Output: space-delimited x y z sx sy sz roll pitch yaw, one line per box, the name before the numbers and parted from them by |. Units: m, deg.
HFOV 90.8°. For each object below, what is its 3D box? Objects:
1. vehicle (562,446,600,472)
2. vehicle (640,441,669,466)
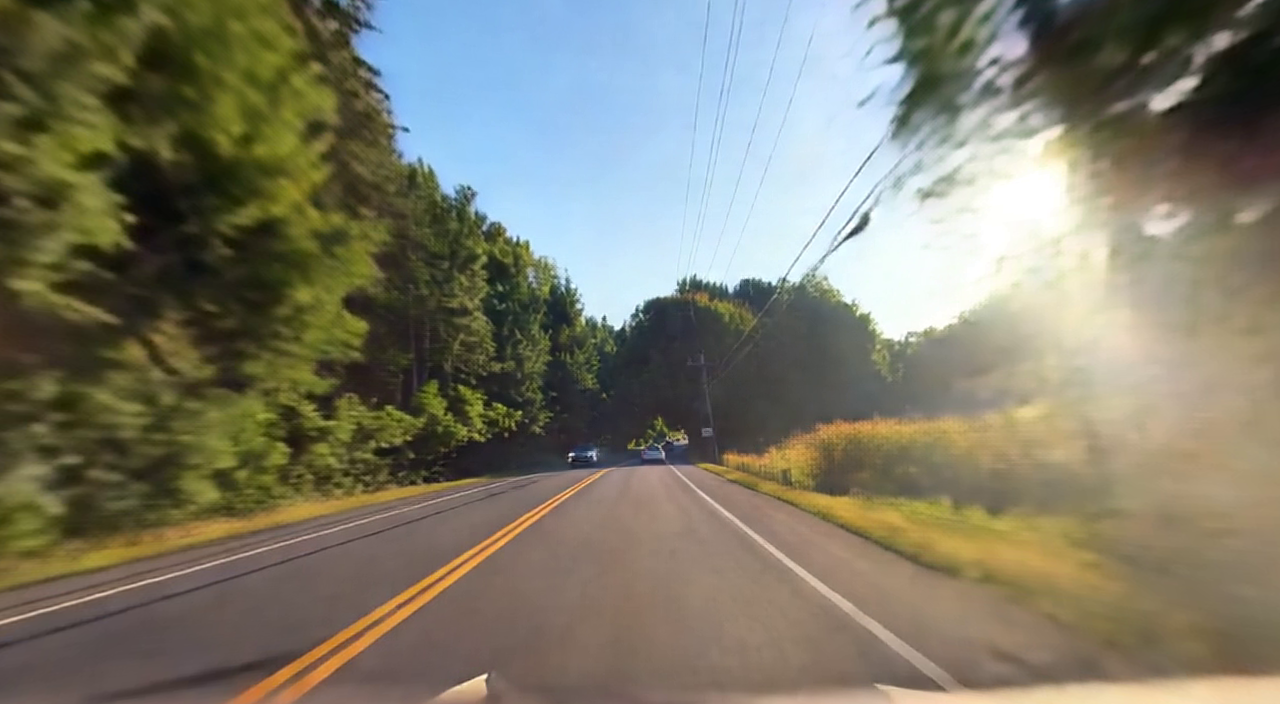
vehicle | -3.589 6.537 38.827 1.894 1.537 3.642 0 -9 1
vehicle | 1.091 7.632 47.401 2.083 1.767 4.448 0 -9 1
